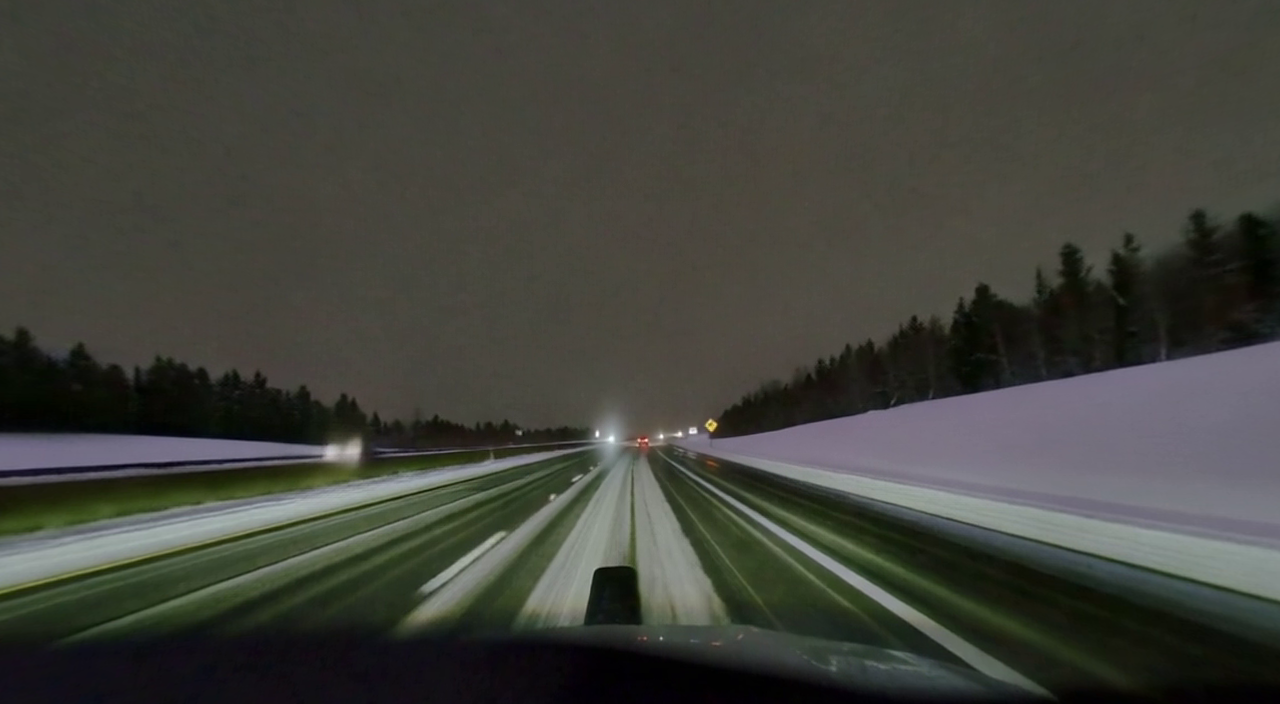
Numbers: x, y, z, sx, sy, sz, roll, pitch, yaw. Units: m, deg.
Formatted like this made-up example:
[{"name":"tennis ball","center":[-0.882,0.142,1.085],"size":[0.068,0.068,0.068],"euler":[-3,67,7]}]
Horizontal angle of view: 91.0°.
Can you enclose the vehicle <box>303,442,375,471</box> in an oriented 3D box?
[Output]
[{"name":"vehicle","center":[-16.657,5.759,35.066],"size":[1.858,1.464,4.410],"euler":[0,-8,0]}]
